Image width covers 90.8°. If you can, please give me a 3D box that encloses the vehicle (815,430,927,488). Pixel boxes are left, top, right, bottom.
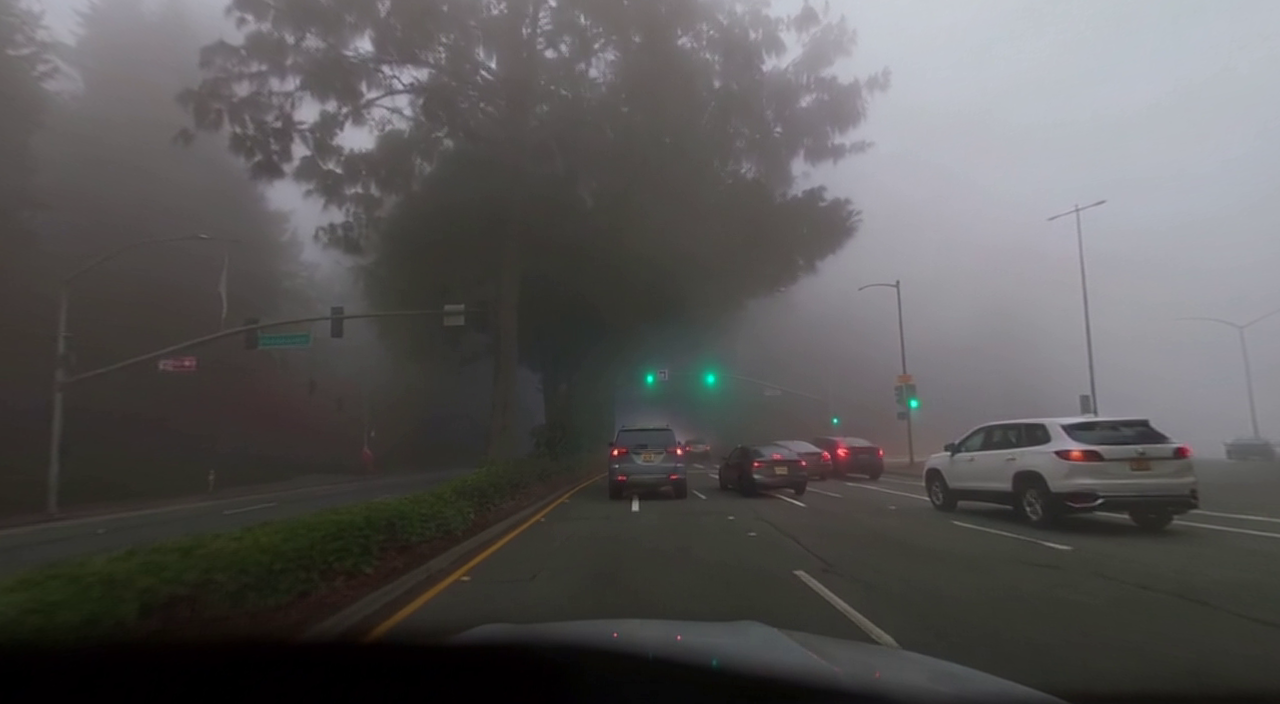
[{"bbox_3d":[7.311,3.431,20.494,2.025,1.642,4.189,0,-9,0],"label":"vehicle"}]

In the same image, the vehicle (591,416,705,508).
[{"bbox_3d":[0.128,2.603,15.223,2.353,1.894,4.122,0,-9,-1],"label":"vehicle"}]

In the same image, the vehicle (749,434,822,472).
[{"bbox_3d":[7.247,5.109,32.076,2.440,1.775,4.791,0,-9,-1],"label":"vehicle"}]

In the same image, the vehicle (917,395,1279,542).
[{"bbox_3d":[7.121,1.911,10.885,2.251,1.873,5.346,0,-9,0],"label":"vehicle"}]
